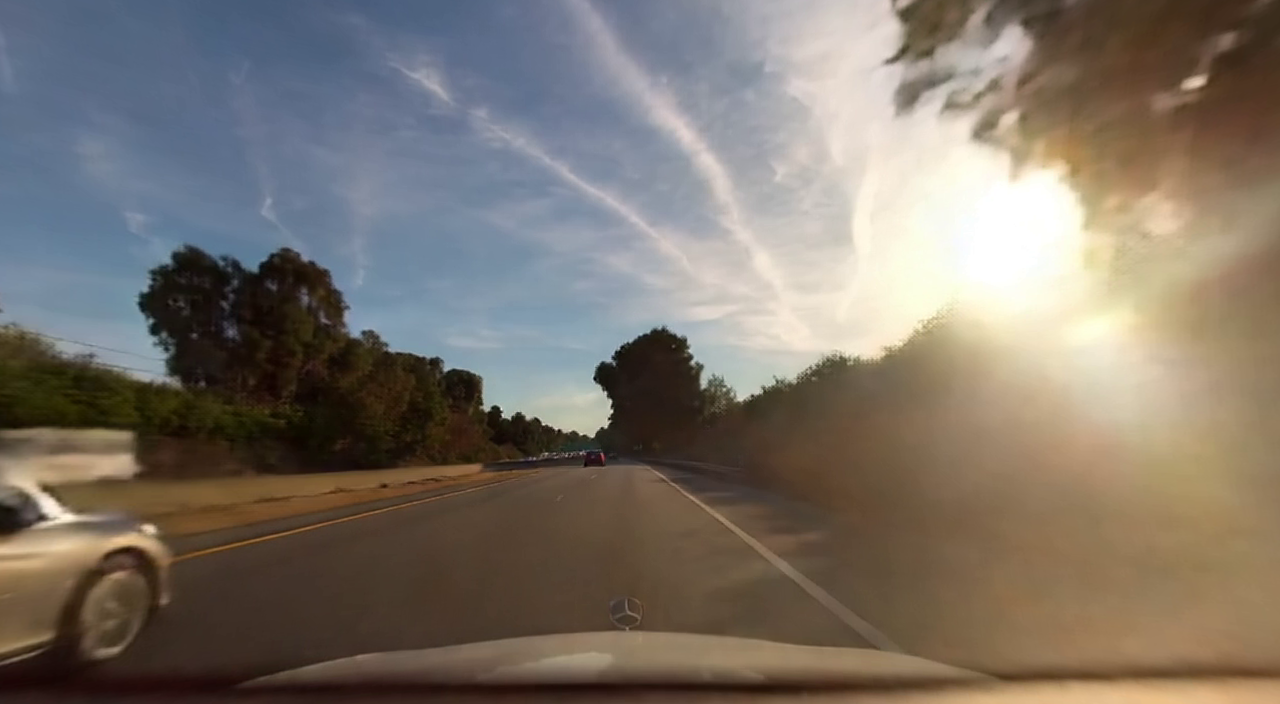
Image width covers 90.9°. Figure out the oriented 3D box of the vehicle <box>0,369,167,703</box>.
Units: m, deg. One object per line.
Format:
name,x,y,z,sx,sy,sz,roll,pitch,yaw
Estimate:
vehicle,-3.887,0.713,1.401,2.135,1.686,4.517,0,-9,0
